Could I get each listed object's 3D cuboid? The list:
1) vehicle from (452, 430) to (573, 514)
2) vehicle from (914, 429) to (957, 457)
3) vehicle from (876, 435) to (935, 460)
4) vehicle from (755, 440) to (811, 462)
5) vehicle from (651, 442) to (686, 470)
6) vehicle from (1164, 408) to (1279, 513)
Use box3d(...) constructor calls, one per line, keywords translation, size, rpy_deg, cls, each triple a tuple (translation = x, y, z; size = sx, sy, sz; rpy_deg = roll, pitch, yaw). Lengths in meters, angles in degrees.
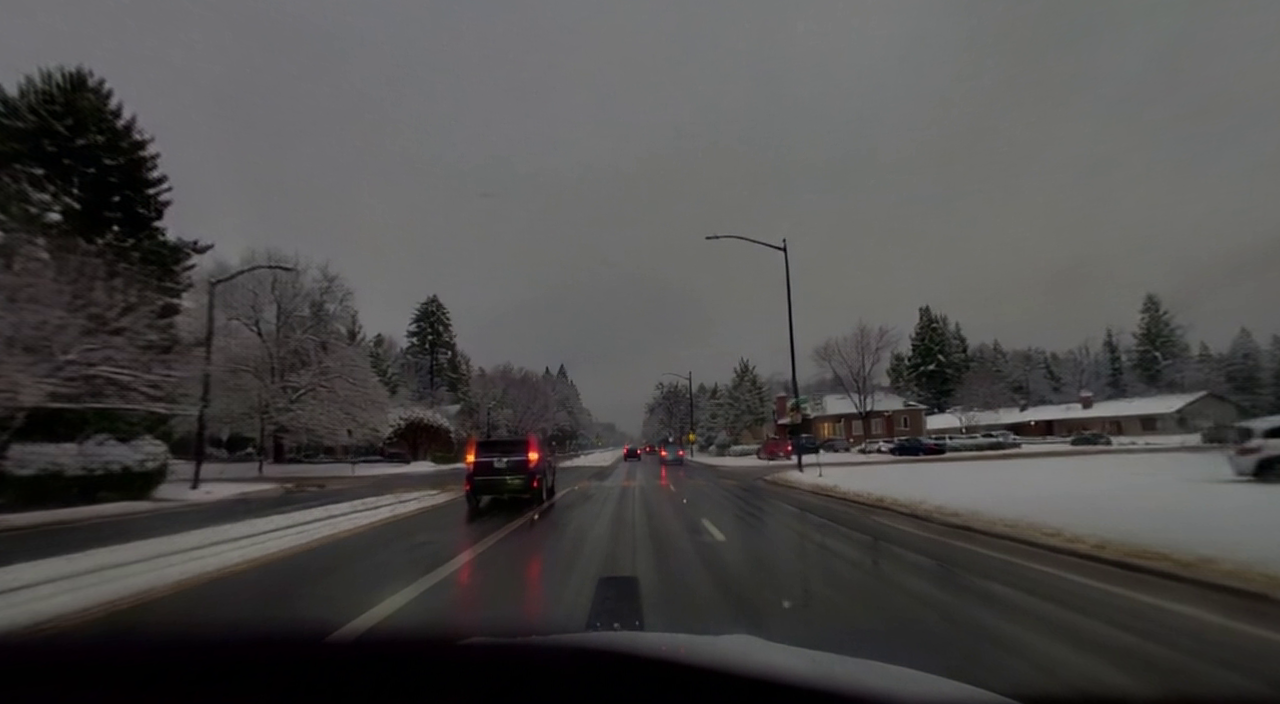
box3d(translation=(-2.888, 2.836, 15.539), size=(2.205, 1.706, 4.904), rpy_deg=(0, -8, -3), cls="vehicle")
box3d(translation=(23.157, 7.124, 49.444), size=(2.117, 1.987, 4.418), rpy_deg=(-9, -12, 34), cls="vehicle")
box3d(translation=(18.857, 6.769, 44.782), size=(2.150, 1.659, 4.678), rpy_deg=(-8, -12, 44), cls="vehicle")
box3d(translation=(10.528, 7.306, 46.781), size=(1.903, 1.569, 3.751), rpy_deg=(6, -10, -34), cls="vehicle")
box3d(translation=(1.756, 6.581, 40.197), size=(2.003, 1.614, 4.072), rpy_deg=(0, -8, -1), cls="vehicle")
box3d(translation=(11.856, 1.800, 10.584), size=(4.478, 1.694, 2.178), rpy_deg=(-6, -10, 36), cls="vehicle")
